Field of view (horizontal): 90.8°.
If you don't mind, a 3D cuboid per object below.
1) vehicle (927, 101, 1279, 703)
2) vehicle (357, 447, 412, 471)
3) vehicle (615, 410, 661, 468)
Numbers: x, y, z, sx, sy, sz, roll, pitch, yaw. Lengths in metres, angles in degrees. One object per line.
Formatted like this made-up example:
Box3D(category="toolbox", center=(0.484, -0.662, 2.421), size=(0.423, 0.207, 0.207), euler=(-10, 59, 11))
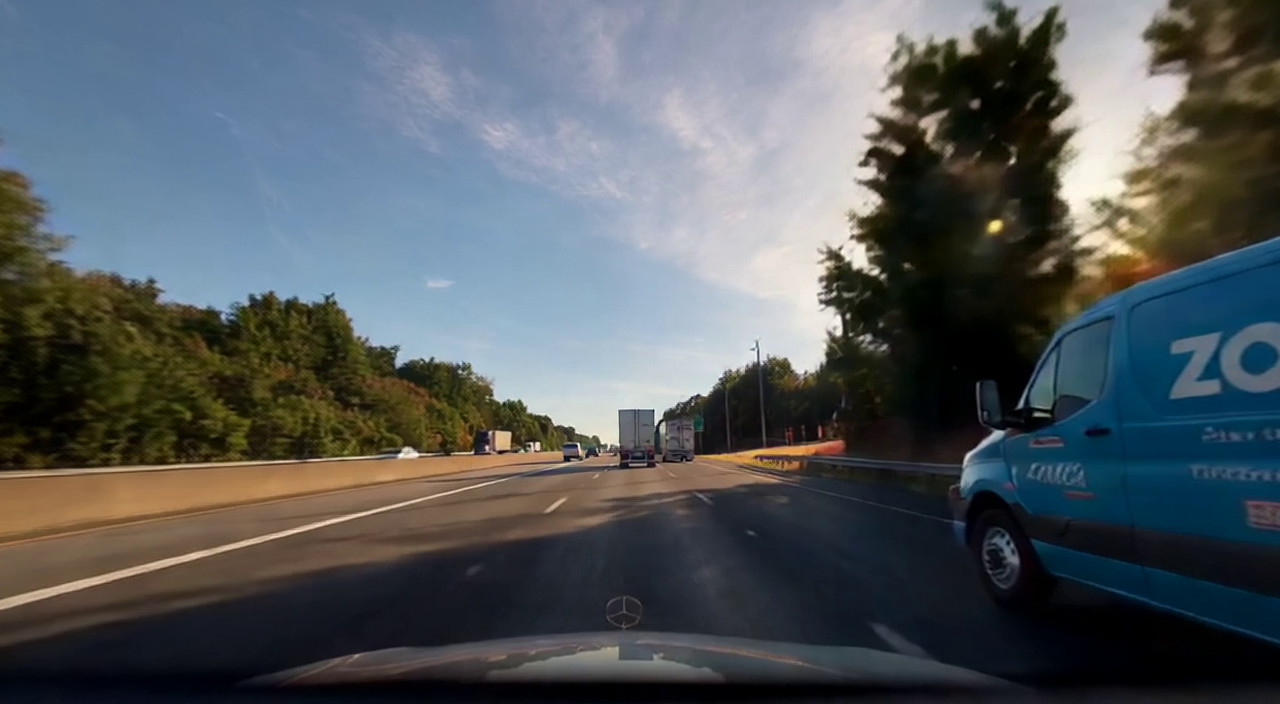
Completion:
Box3D(category="vehicle", center=(3.718, 0.327, 2.303), size=(2.338, 2.690, 6.025), euler=(0, -9, -1))
Box3D(category="vehicle", center=(-17.433, 7.317, 43.330), size=(1.951, 1.480, 4.302), euler=(0, -9, 0))
Box3D(category="vehicle", center=(-0.174, 6.918, 49.722), size=(3.201, 4.019, 10.918), euler=(0, -9, 0))
